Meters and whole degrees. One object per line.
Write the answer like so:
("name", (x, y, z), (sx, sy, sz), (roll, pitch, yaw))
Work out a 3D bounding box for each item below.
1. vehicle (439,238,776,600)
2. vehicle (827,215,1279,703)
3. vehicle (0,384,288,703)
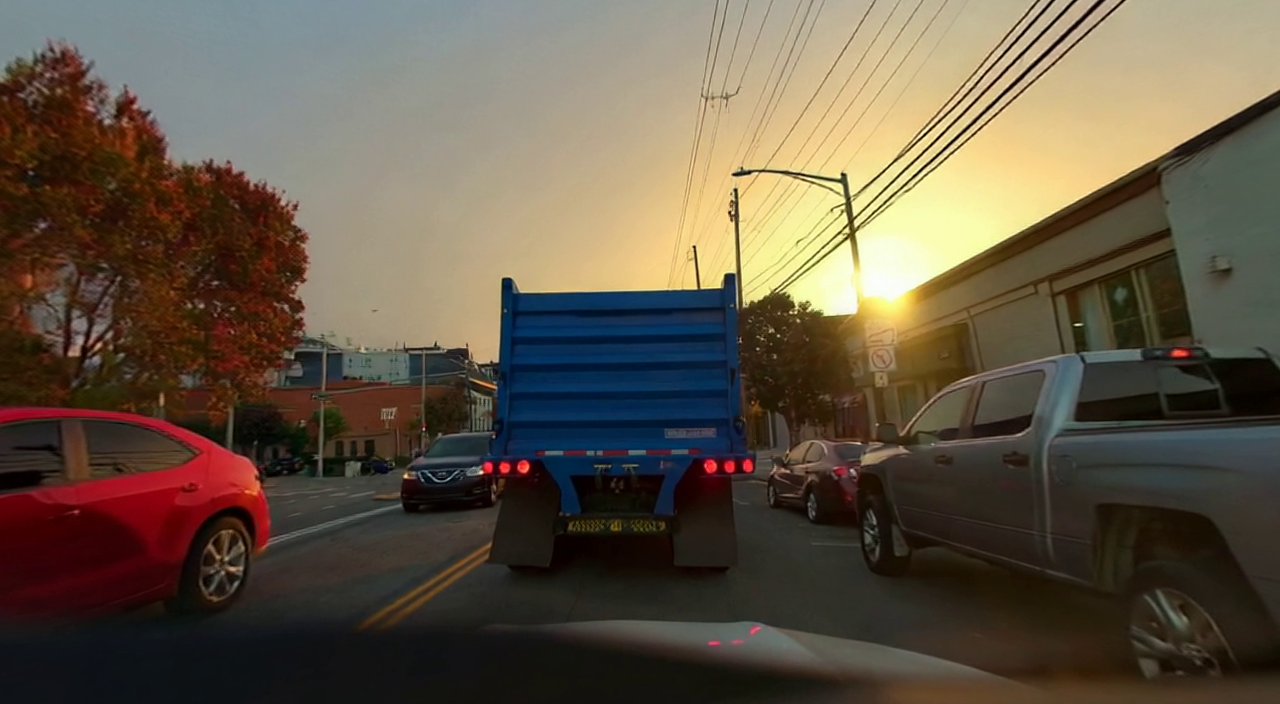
("vehicle", (-0.248, 1.140, 9.703), (2.878, 3.204, 8.244), (0, -8, 0))
("vehicle", (3.235, 0.886, 4.285), (2.242, 1.979, 5.722), (0, -8, 1))
("vehicle", (-4.117, 1.019, 3.248), (1.988, 1.657, 4.492), (0, -8, 0))
